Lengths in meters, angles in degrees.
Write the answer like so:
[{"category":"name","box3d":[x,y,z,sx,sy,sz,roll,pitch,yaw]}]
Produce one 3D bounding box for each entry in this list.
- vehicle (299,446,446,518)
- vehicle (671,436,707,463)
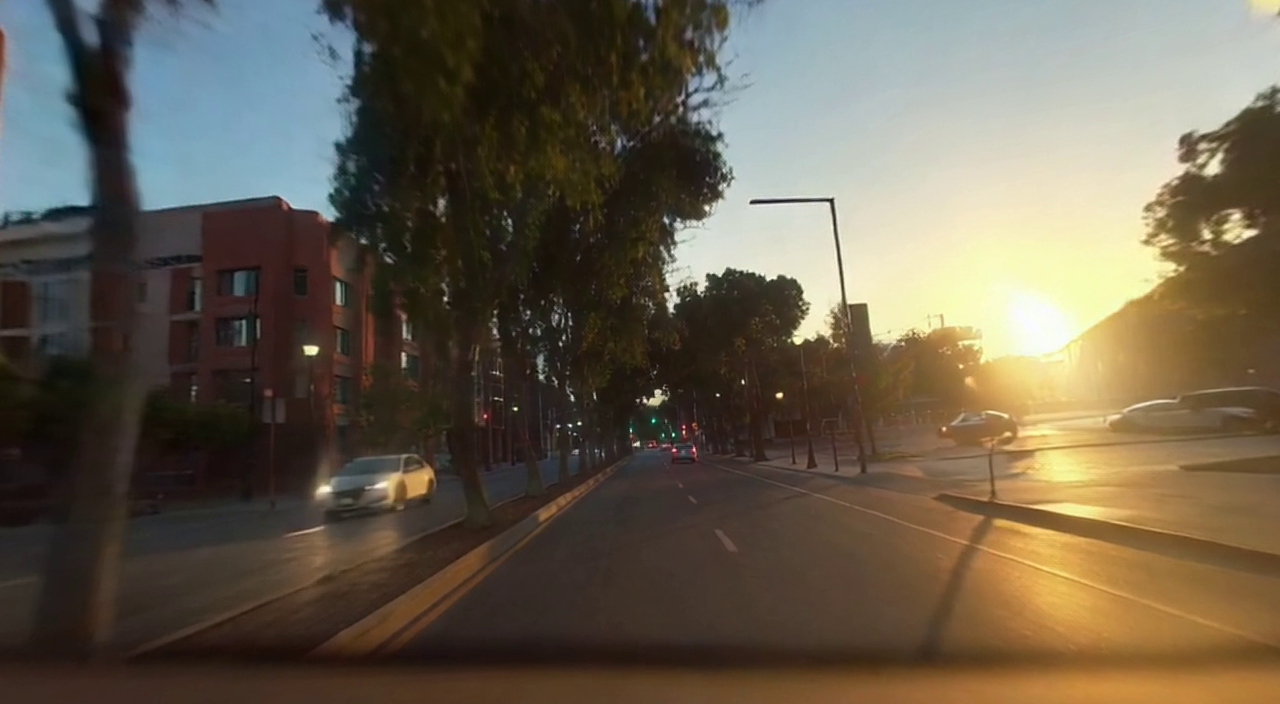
[{"category":"vehicle","box3d":[-7.195,3.500,17.602,2.031,1.723,4.566,0,-8,1]},{"category":"vehicle","box3d":[3.286,6.611,42.859,2.129,1.719,4.205,0,-8,0]}]
